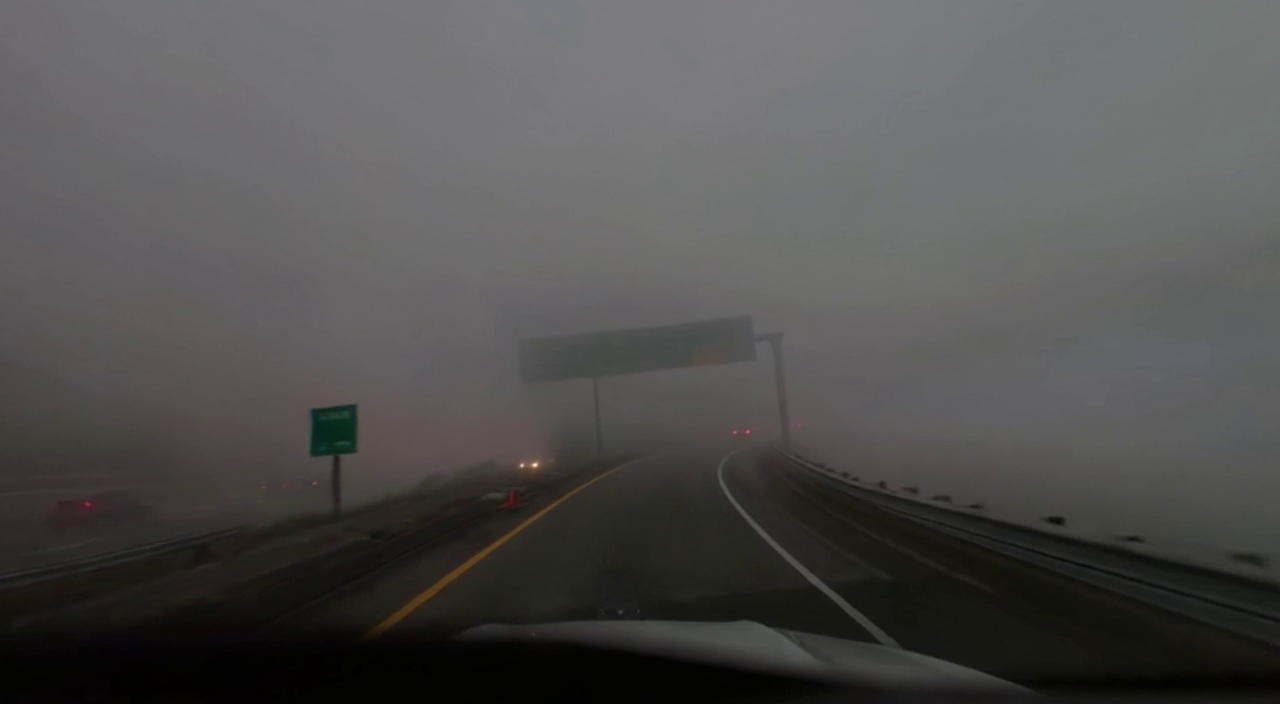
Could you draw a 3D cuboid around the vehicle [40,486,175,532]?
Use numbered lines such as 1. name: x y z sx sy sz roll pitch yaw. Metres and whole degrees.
1. vehicle: -22.809 6.703 27.281 2.045 1.513 4.795 0 -9 -6
